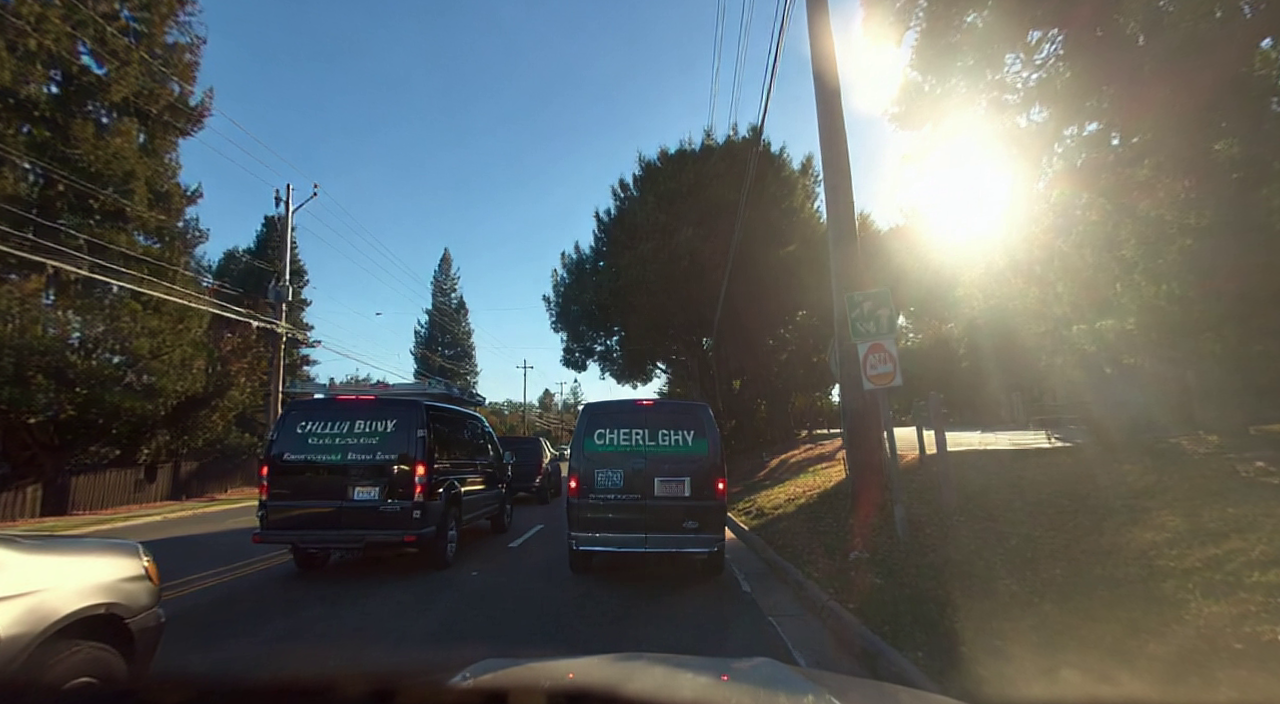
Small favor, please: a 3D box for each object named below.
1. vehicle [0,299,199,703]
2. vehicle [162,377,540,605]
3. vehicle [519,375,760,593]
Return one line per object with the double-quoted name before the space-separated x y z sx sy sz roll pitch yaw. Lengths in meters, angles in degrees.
"vehicle" -3.106 0.492 0.240 2.160 1.796 4.997 0 -8 1
"vehicle" -2.761 1.483 7.613 2.109 1.851 4.749 -1 -8 3
"vehicle" 0.102 1.462 7.691 2.117 1.911 4.095 -1 -8 3
